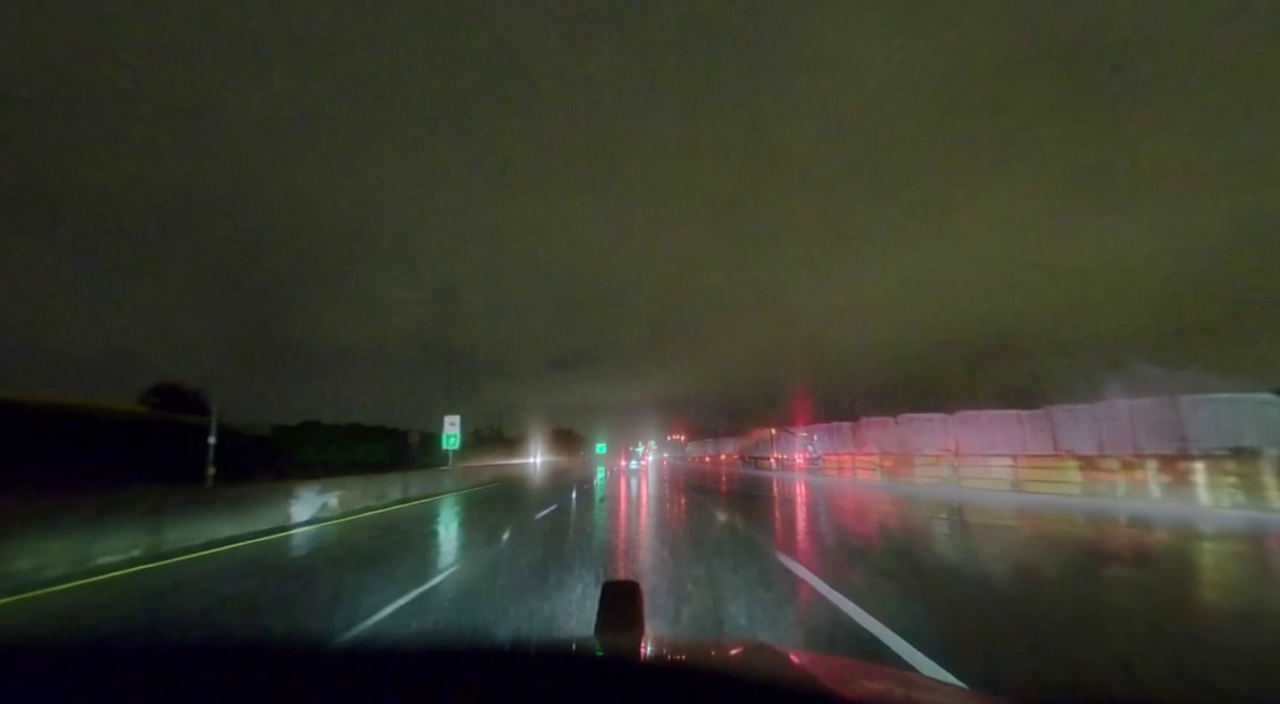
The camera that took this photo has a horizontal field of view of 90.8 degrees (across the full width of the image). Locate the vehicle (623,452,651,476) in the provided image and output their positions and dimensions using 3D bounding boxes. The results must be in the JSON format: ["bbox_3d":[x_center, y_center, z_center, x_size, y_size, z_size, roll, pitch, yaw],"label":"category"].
[{"bbox_3d":[-0.146,6.948,39.356,1.695,1.437,3.506,0,-9,1],"label":"vehicle"}]
